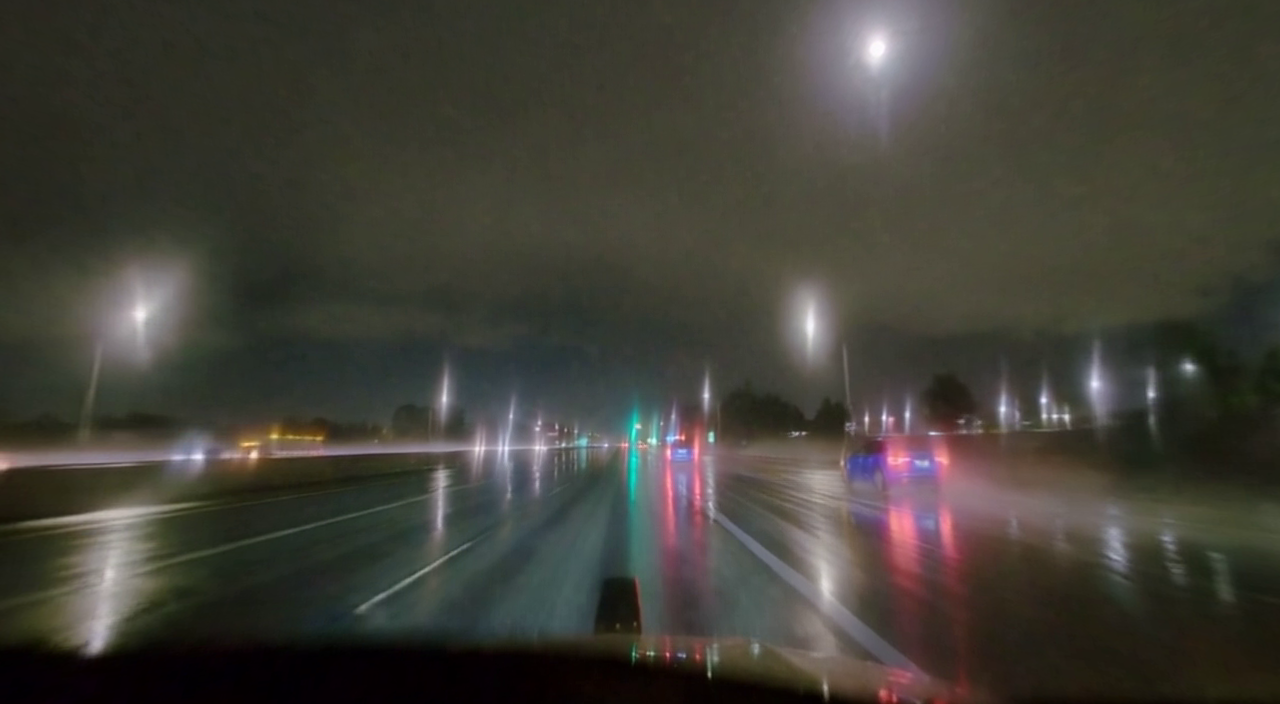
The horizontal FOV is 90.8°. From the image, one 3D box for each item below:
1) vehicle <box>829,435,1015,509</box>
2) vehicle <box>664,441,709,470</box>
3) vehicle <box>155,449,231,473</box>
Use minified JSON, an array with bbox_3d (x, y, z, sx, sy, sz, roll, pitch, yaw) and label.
[{"bbox_3d":[6.642,2.879,15.721,2.227,1.522,5.041,0,-8,-1],"label":"vehicle"},{"bbox_3d":[2.660,6.036,37.113,2.270,1.615,3.770,0,-8,-1],"label":"vehicle"},{"bbox_3d":[-32.837,8.003,46.639,2.016,1.576,4.982,0,-8,0],"label":"vehicle"}]
